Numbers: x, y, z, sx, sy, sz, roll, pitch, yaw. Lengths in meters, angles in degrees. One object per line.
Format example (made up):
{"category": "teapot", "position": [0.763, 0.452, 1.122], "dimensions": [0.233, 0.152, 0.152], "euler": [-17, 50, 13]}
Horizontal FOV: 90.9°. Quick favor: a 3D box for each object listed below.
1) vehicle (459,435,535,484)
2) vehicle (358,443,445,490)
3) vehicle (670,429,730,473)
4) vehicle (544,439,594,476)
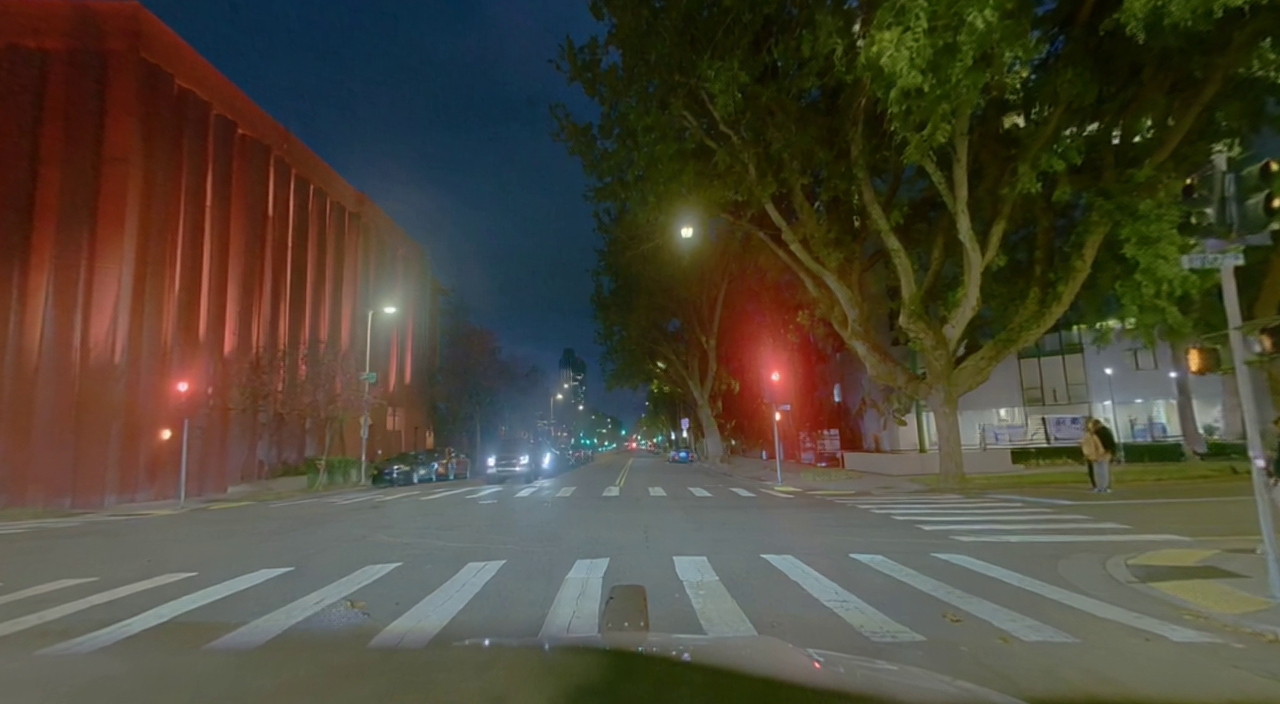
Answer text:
{"category": "vehicle", "position": [-5.966, 4.530, 27.038], "dimensions": [2.242, 1.887, 4.924], "euler": [0, -8, -2]}
{"category": "vehicle", "position": [-9.906, 4.750, 26.603], "dimensions": [2.216, 1.804, 4.526], "euler": [1, -8, -5]}
{"category": "vehicle", "position": [3.101, 5.311, 34.080], "dimensions": [2.557, 2.188, 5.164], "euler": [0, -8, -2]}
{"category": "vehicle", "position": [-3.283, 4.956, 29.820], "dimensions": [2.033, 1.596, 4.142], "euler": [0, -8, -2]}
